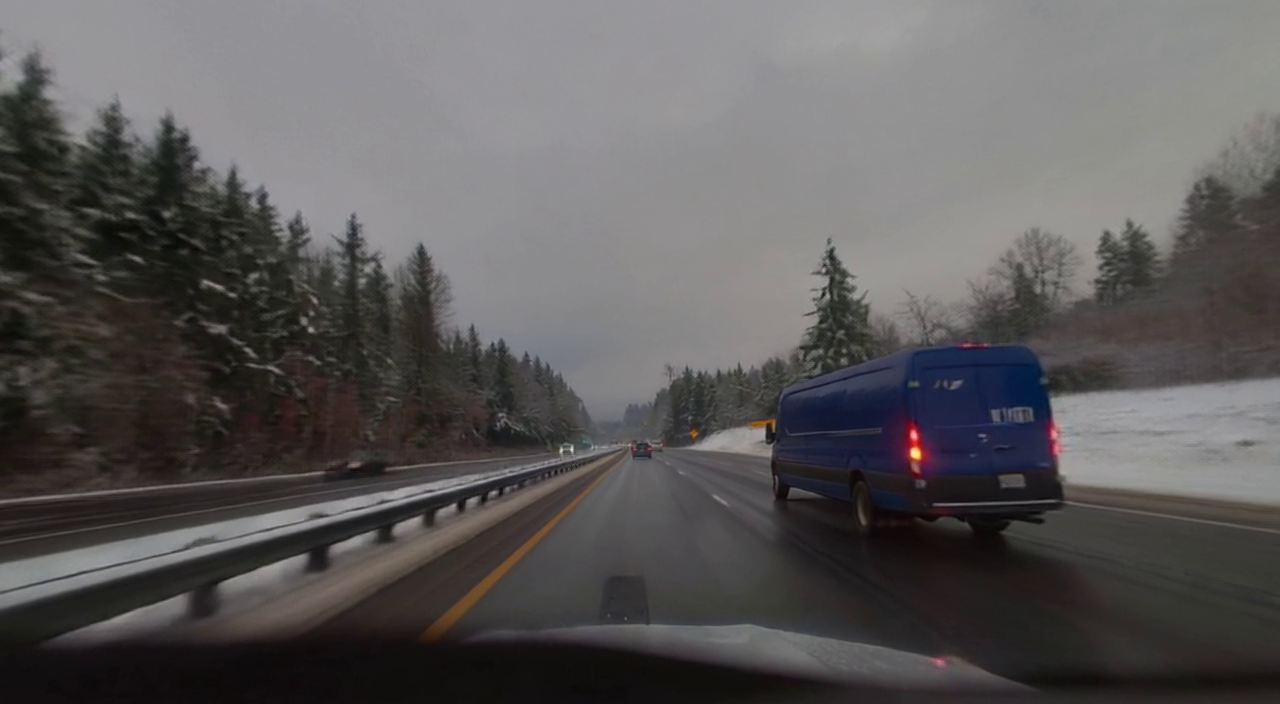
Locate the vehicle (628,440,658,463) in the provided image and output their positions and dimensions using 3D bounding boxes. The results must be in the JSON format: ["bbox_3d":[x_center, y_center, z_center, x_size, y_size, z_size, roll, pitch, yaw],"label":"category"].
[{"bbox_3d":[0.228,7.354,46.516,2.121,1.590,4.434,0,-8,0],"label":"vehicle"}]

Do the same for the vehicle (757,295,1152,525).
[{"bbox_3d":[7.186,2.259,19.913,3.479,4.156,17.231,0,-8,-1],"label":"vehicle"}]

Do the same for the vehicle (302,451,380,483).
[{"bbox_3d":[-15.510,5.957,32.927,1.897,1.498,4.491,0,-8,0],"label":"vehicle"}]
